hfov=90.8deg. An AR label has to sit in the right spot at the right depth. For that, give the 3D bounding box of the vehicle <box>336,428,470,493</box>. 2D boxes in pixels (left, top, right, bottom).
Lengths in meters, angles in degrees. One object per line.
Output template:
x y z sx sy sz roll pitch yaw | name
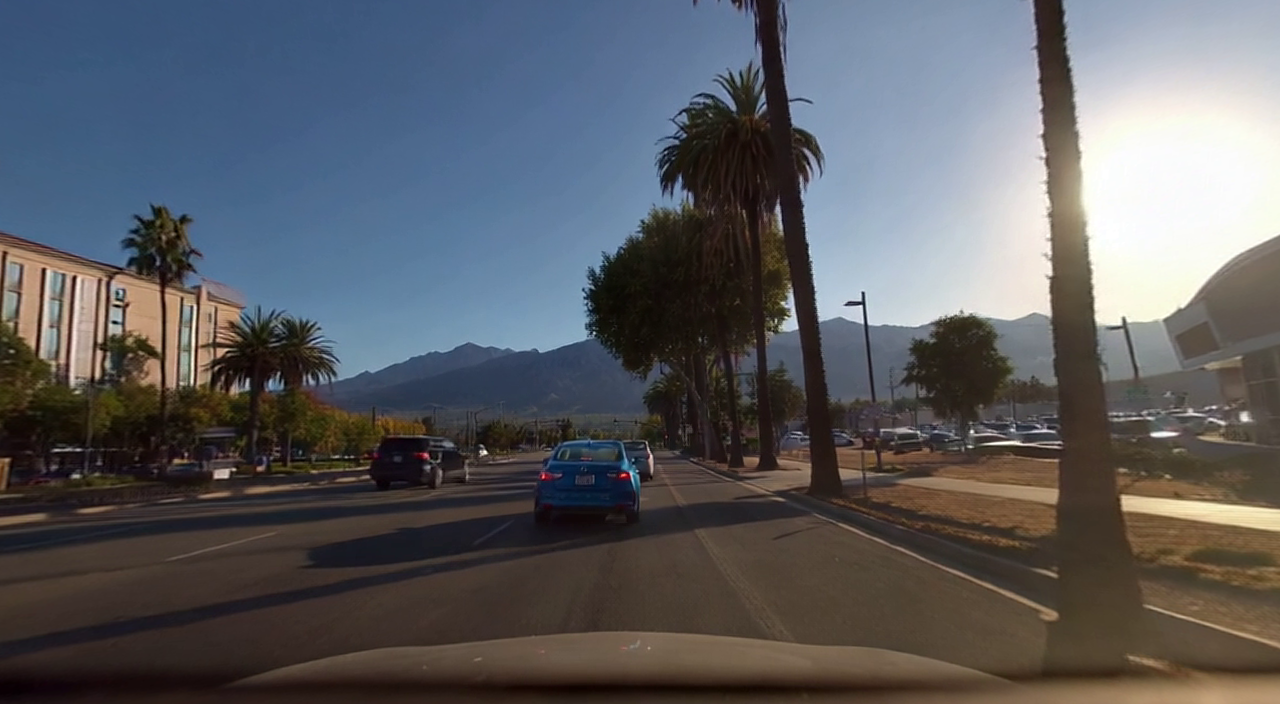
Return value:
-7.707 3.598 21.334 2.400 1.900 5.325 0 -8 1 | vehicle

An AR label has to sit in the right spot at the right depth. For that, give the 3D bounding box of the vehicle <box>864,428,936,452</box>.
19.079 6.509 46.542 1.925 1.652 4.490 6 -10 -35 | vehicle

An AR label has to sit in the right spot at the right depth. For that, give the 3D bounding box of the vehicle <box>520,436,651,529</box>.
-0.960 2.360 12.047 2.067 1.459 3.886 0 -8 -3 | vehicle

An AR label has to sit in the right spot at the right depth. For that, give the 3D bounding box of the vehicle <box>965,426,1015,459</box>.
17.348 4.503 31.336 1.961 1.526 4.640 -5 -10 29 | vehicle
